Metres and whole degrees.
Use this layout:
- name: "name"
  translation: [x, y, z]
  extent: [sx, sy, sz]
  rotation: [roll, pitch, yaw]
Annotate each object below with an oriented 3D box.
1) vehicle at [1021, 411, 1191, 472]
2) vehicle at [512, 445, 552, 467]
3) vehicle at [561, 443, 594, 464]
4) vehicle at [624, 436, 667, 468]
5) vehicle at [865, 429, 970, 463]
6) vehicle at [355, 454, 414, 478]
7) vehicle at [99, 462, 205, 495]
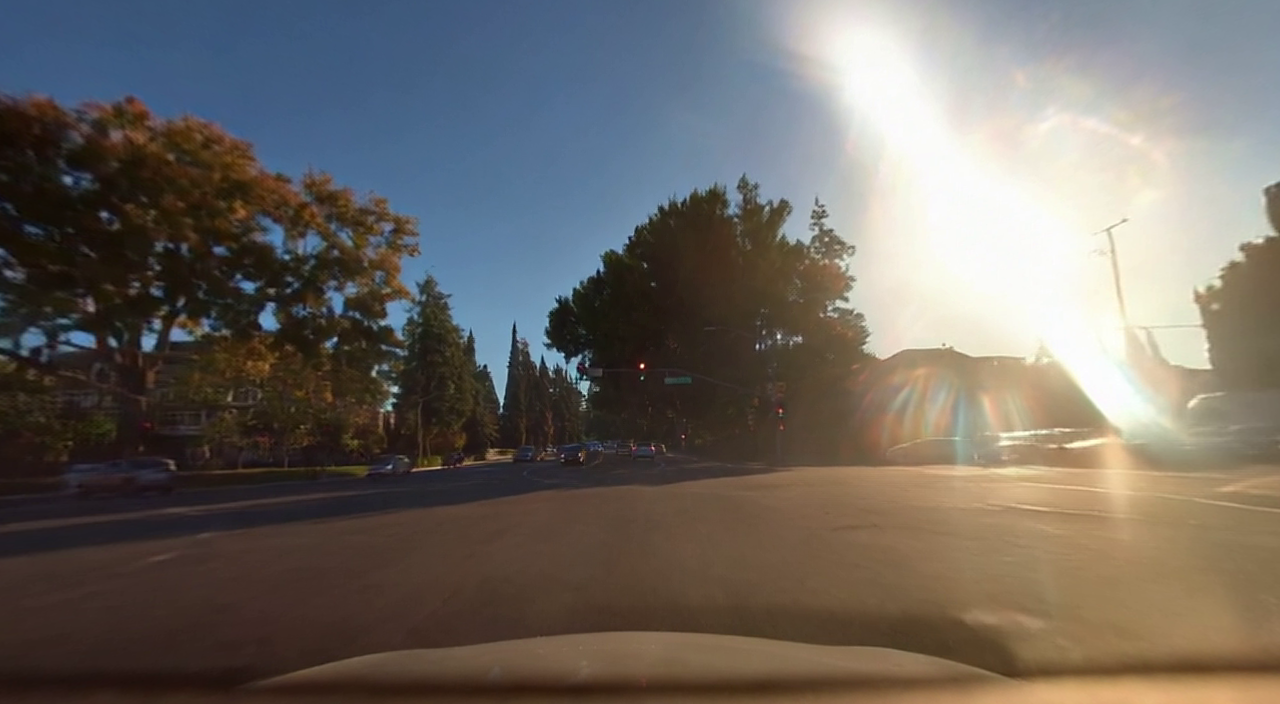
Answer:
- name: "vehicle"
  translation: [17.524, 3.394, 23.895]
  extent: [4.554, 1.704, 2.121]
  rotation: [-7, -8, 2]
- name: "vehicle"
  translation: [-7.804, 7.535, 45.940]
  extent: [2.154, 1.499, 4.461]
  rotation: [-1, -8, 0]
- name: "vehicle"
  translation: [-4.742, 7.761, 48.392]
  extent: [1.994, 1.494, 4.599]
  rotation: [-1, -8, 1]
- name: "vehicle"
  translation: [0.318, 5.984, 37.826]
  extent: [2.437, 1.737, 4.420]
  rotation: [-1, -8, 0]
- name: "vehicle"
  translation: [15.212, 5.200, 34.777]
  extent: [4.732, 1.713, 2.257]
  rotation: [-1, -8, 3]
- name: "vehicle"
  translation: [-19.270, 8.607, 47.785]
  extent: [2.164, 1.556, 4.678]
  rotation: [-2, -8, 5]
- name: "vehicle"
  translation: [-26.825, 6.937, 34.741]
  extent: [4.403, 1.511, 2.024]
  rotation: [6, -10, -38]
